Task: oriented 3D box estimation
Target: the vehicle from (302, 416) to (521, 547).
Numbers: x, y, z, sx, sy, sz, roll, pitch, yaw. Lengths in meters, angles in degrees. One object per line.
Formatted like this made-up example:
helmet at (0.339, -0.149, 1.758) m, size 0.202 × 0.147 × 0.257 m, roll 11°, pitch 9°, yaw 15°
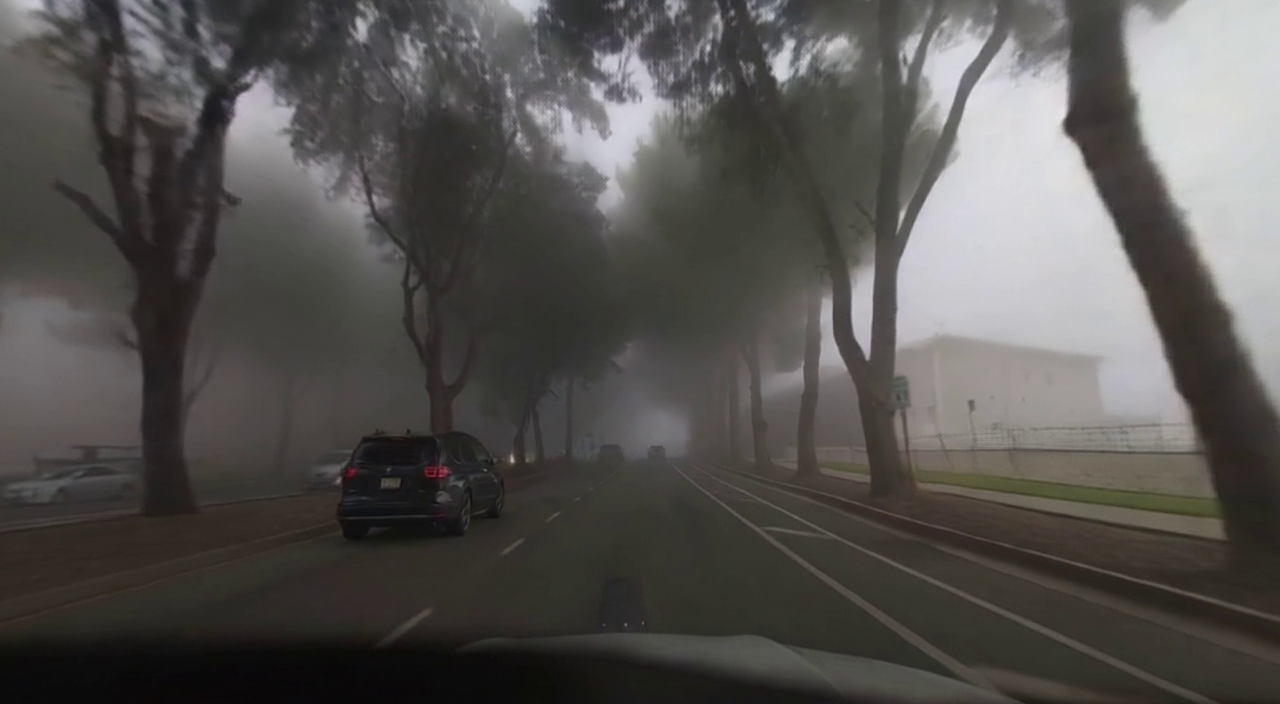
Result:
vehicle at (-3.528, 2.088, 10.814) m, size 2.123 × 1.761 × 4.322 m, roll 0°, pitch -9°, yaw 0°

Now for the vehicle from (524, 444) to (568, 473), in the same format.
vehicle at (-5.820, 6.645, 39.540) m, size 1.985 × 1.708 × 4.310 m, roll -1°, pitch -9°, yaw 2°

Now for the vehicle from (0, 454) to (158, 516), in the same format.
vehicle at (-22.336, 5.020, 24.517) m, size 2.259 × 1.943 × 5.934 m, roll 0°, pitch -8°, yaw 2°
